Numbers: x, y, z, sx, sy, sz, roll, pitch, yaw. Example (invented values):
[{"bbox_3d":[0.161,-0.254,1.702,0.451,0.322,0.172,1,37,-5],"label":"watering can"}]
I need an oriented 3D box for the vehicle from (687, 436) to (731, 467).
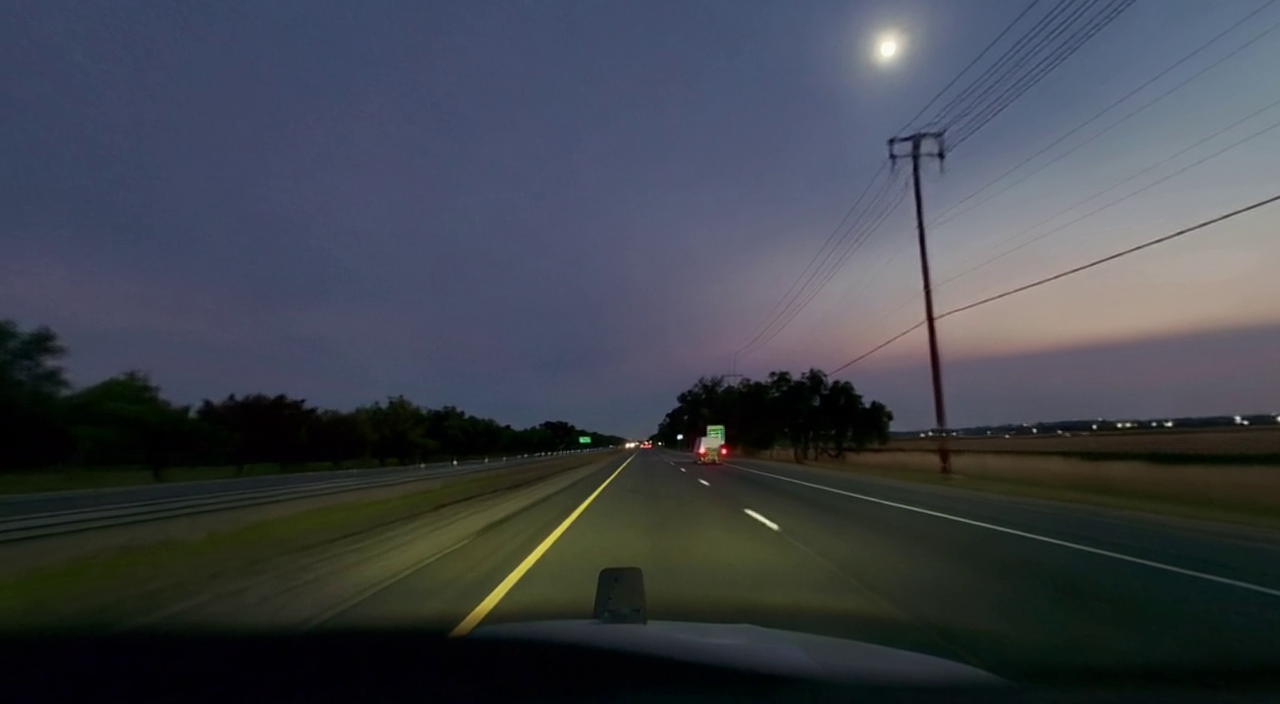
[{"bbox_3d":[4.383,6.412,40.620,2.228,1.852,5.449,0,-8,0],"label":"vehicle"}]
